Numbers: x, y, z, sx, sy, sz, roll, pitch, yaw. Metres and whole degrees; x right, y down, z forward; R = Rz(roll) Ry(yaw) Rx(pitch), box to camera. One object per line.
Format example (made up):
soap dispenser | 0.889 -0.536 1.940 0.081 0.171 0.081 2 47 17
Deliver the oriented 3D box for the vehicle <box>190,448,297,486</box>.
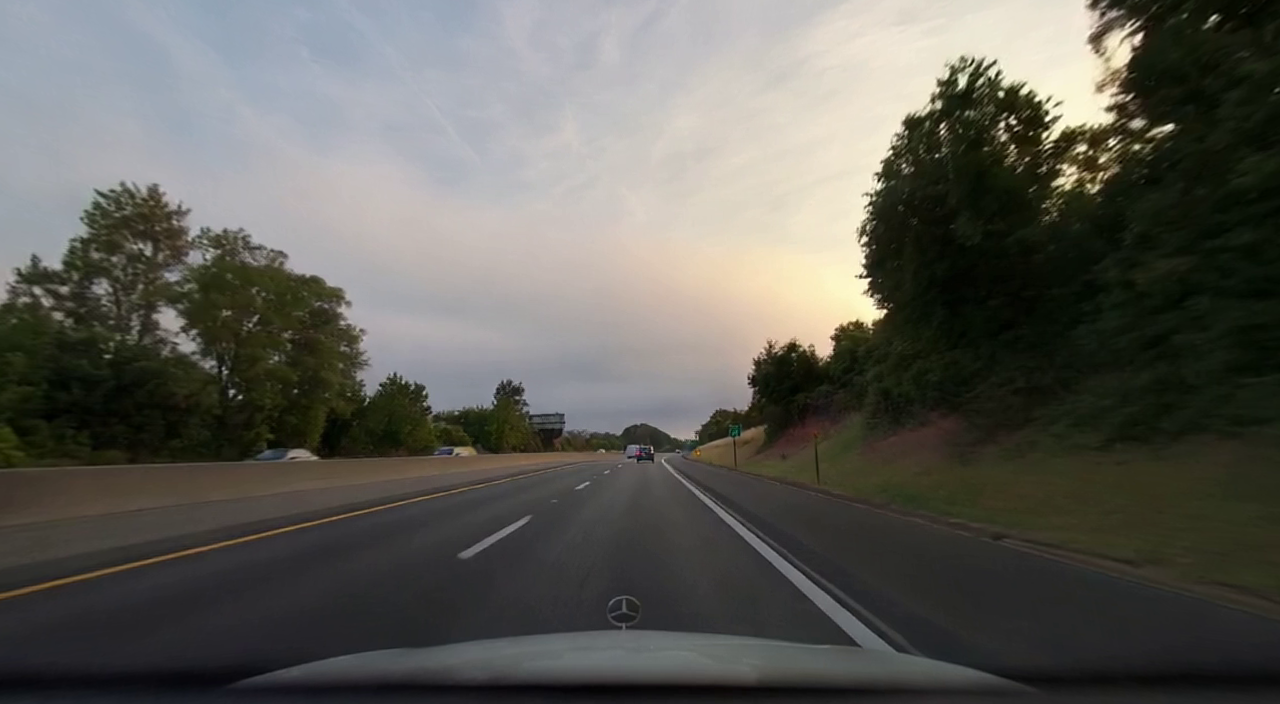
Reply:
vehicle | -16.461 4.769 26.466 1.806 1.422 4.110 0 -9 0

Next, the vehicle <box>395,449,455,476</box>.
vehicle | -12.645 6.530 37.386 1.908 1.491 4.440 0 -9 1
